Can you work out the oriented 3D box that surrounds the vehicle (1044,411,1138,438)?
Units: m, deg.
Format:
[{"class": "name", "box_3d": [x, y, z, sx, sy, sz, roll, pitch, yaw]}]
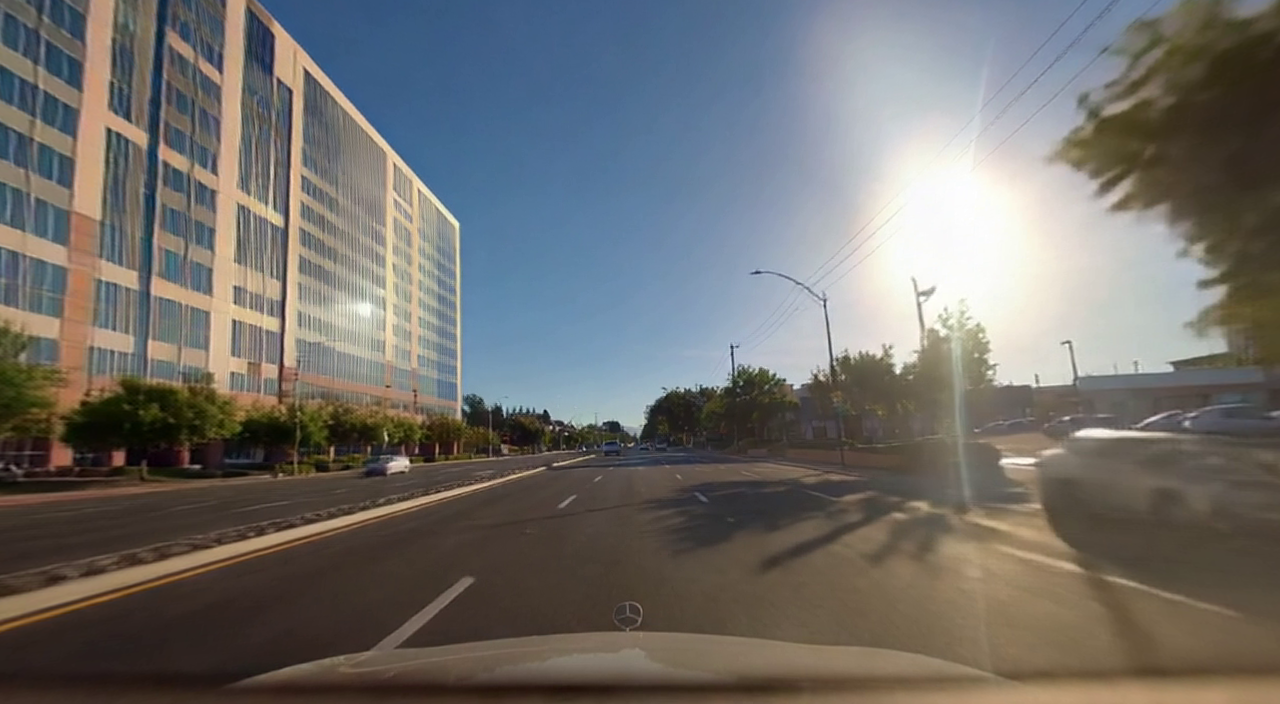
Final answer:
[{"class": "vehicle", "box_3d": [30.260, 4.929, 42.317, 1.979, 1.592, 4.711, 4, -9, -23]}]

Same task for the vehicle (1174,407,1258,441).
[{"class": "vehicle", "box_3d": [28.304, 3.607, 31.033, 1.797, 1.498, 4.412, -4, -9, 26]}]

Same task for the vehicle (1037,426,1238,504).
[{"class": "vehicle", "box_3d": [12.768, 2.832, 16.072, 5.061, 1.696, 2.129, 5, -10, -29]}]

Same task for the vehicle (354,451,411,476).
[{"class": "vehicle", "box_3d": [-17.232, 7.492, 42.277, 1.961, 1.525, 4.332, 0, -9, 1]}]
